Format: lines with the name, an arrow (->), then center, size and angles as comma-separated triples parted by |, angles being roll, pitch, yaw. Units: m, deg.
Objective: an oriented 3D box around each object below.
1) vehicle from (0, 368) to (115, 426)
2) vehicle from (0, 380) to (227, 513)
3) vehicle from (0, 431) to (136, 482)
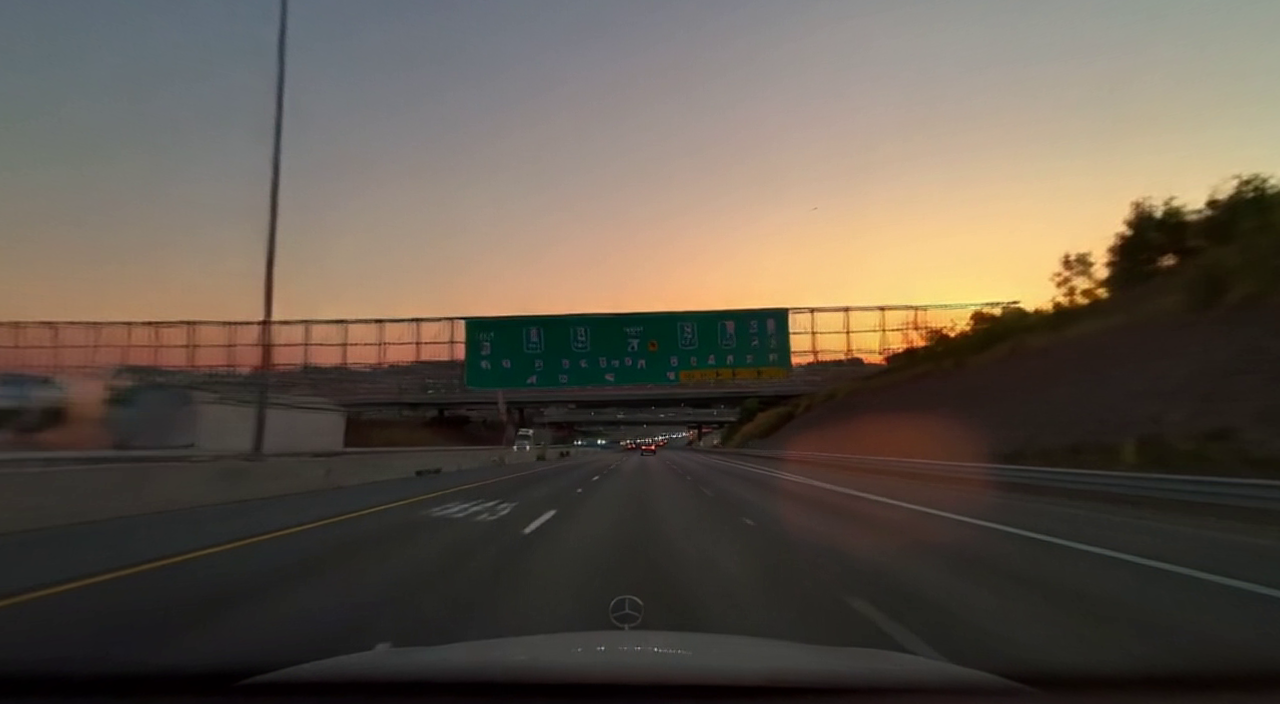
vehicle -> -20.558, 1.586, 20.985 | 2.010, 1.679, 4.548 | 0, -8, 1
vehicle -> -20.516, 3.415, 23.106 | 3.124, 3.932, 10.785 | 0, -8, 1
vehicle -> -20.532, 3.625, 22.146 | 2.015, 1.587, 4.092 | 0, -8, 0
